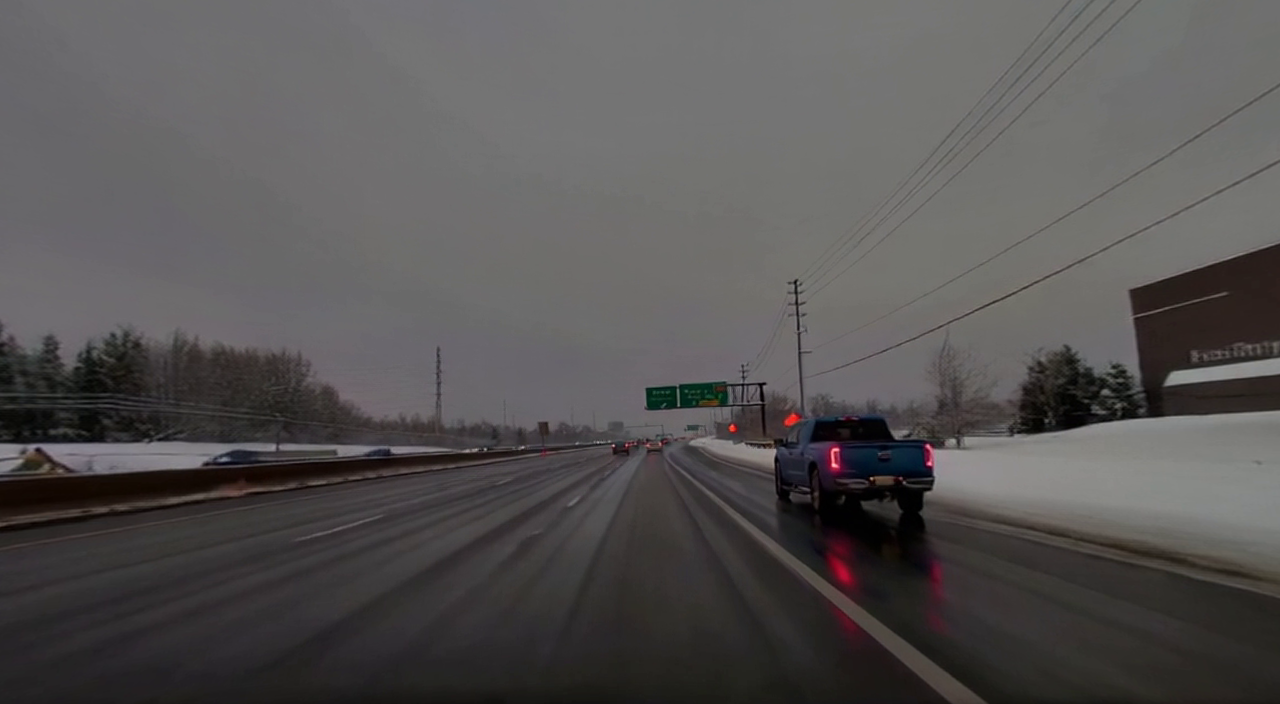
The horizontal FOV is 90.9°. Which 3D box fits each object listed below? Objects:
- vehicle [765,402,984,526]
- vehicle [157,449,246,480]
[{"bbox_3d":[4.055,2.073,12.187,2.186,1.840,5.289,0,-8,0],"label":"vehicle"},{"bbox_3d":[-30.861,7.893,44.671,2.206,1.957,5.698,0,-8,0],"label":"vehicle"}]
